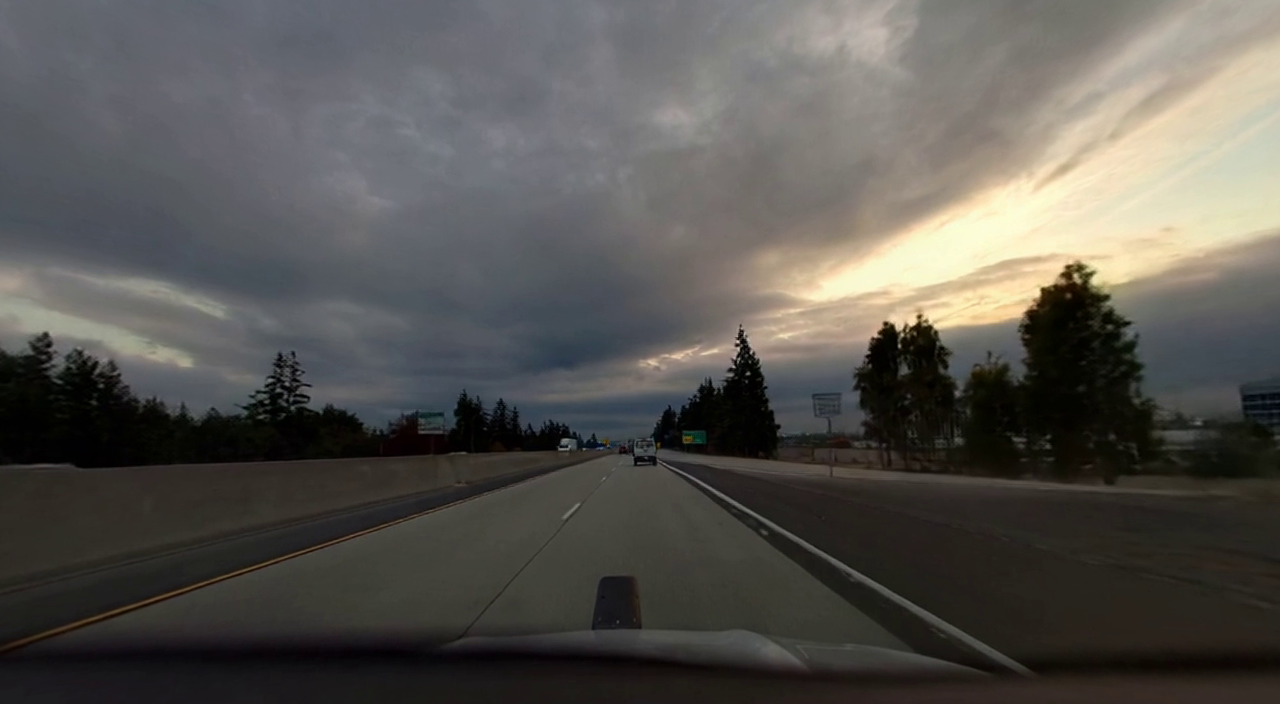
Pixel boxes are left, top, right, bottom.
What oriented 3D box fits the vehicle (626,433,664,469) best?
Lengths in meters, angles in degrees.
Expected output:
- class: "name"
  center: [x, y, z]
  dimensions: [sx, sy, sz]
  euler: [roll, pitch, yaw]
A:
- class: "vehicle"
  center: [0.351, 6.385, 40.347]
  dimensions: [2.268, 2.122, 4.595]
  euler: [-1, -9, 1]
